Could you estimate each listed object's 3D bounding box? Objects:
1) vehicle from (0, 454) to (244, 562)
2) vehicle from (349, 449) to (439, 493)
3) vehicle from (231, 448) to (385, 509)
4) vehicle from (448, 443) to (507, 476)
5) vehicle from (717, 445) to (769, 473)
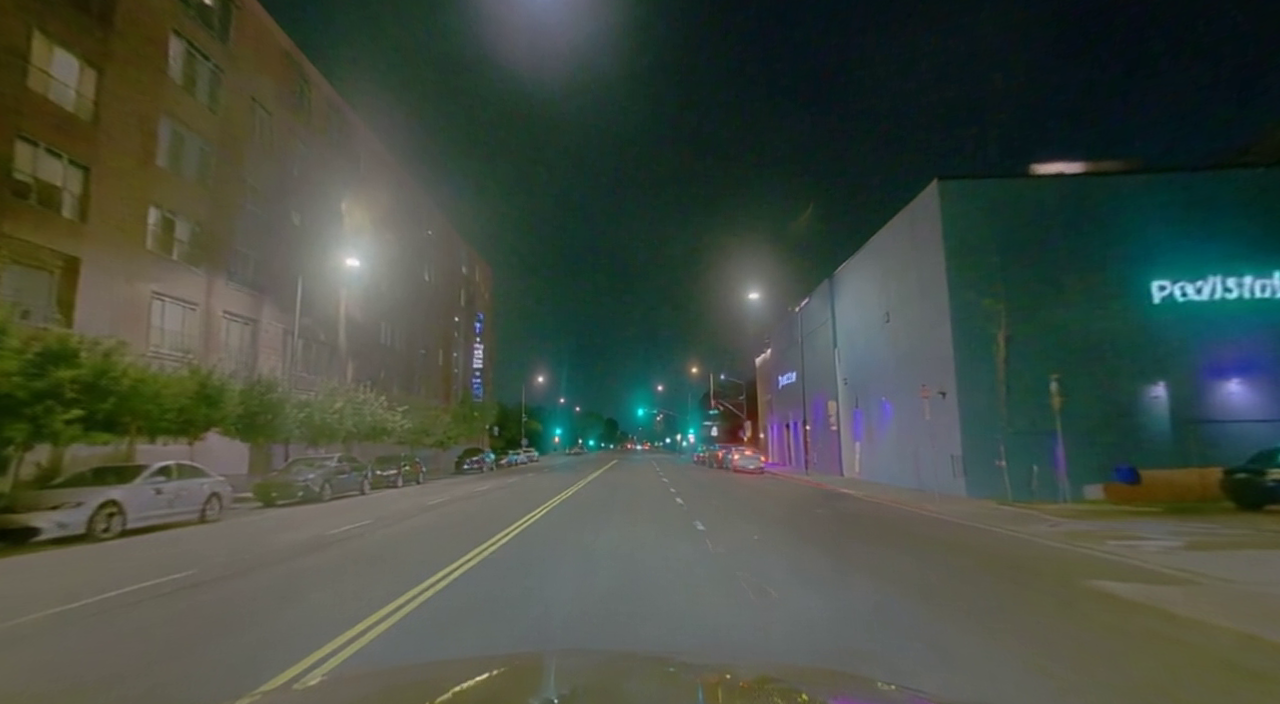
[{"bbox_3d":[-10.051,2.698,11.808,2.010,1.476,4.871,-1,-8,2],"label":"vehicle"},{"bbox_3d":[-9.723,4.703,25.398,2.021,1.482,4.601,0,-8,-3],"label":"vehicle"},{"bbox_3d":[-10.157,3.871,19.959,1.995,1.564,5.321,0,-8,0],"label":"vehicle"},{"bbox_3d":[-10.071,6.688,39.692,2.228,1.863,5.407,0,-8,1],"label":"vehicle"},{"bbox_3d":[5.946,6.221,36.939,2.038,1.482,4.994,0,-8,-2],"label":"vehicle"}]
